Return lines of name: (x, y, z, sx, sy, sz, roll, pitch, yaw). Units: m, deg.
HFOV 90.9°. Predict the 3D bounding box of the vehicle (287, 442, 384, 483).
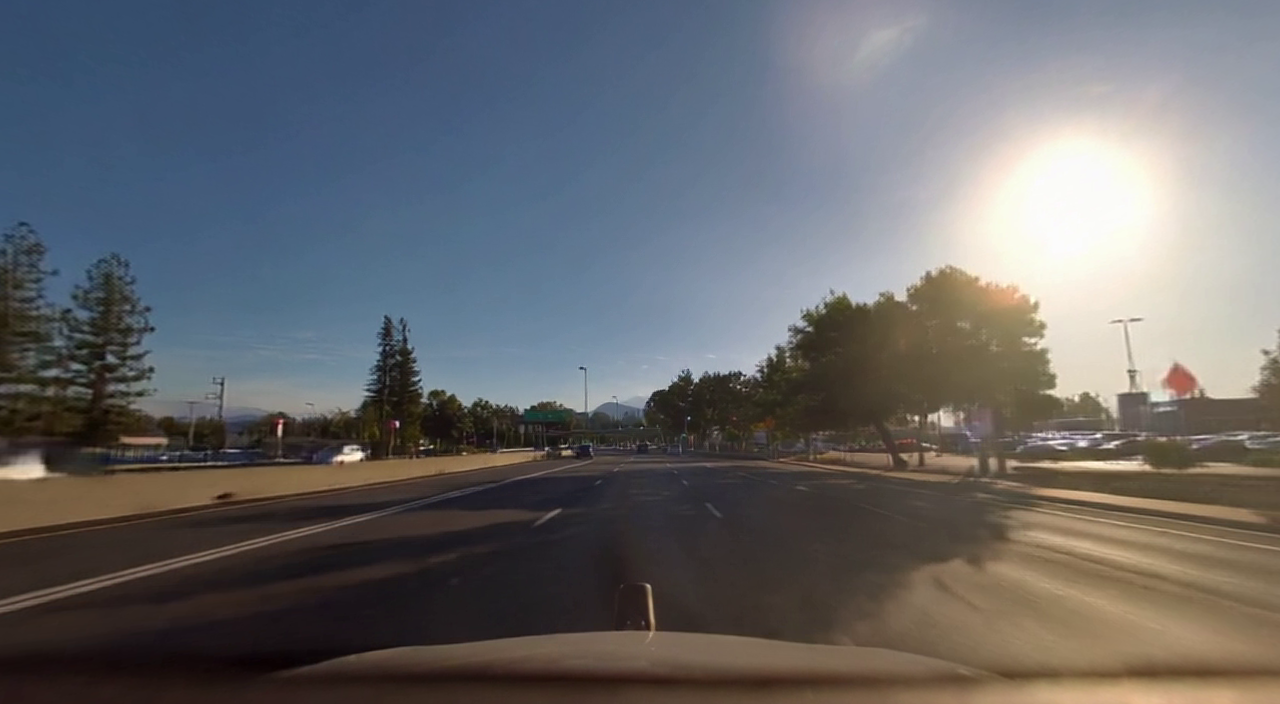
vehicle: (-13.622, 4.947, 28.521, 2.078, 1.684, 4.505, 0, -8, 1)
